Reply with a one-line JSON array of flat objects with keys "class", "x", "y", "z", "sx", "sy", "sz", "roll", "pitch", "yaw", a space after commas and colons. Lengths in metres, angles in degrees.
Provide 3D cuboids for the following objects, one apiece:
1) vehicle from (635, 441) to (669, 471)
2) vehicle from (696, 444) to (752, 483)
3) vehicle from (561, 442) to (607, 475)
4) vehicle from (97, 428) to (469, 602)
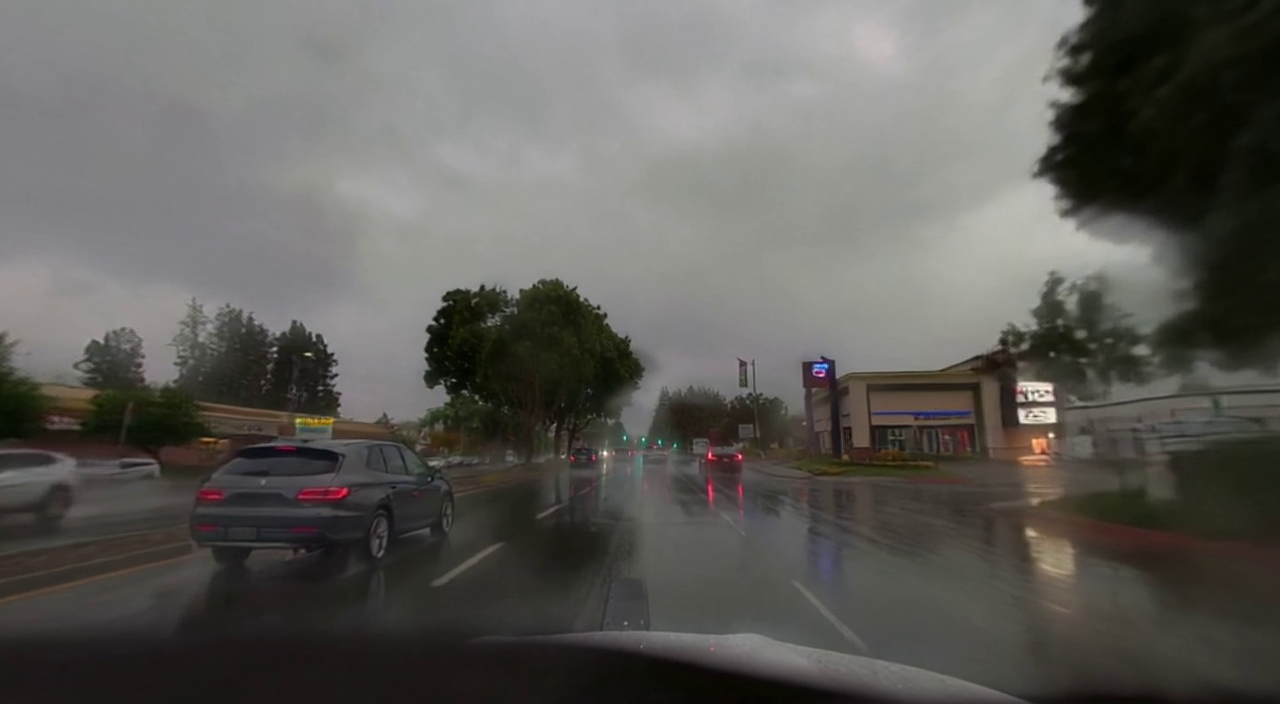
[{"class": "vehicle", "x": 0.781, "y": 6.962, "z": 42.371, "sx": 2.193, "sy": 1.873, "sz": 4.033, "roll": 0, "pitch": -9, "yaw": 1}, {"class": "vehicle", "x": 3.665, "y": 4.936, "z": 28.158, "sx": 1.922, "sy": 1.579, "sz": 3.642, "roll": 0, "pitch": -9, "yaw": -1}, {"class": "vehicle", "x": -3.009, "y": 5.876, "z": 34.868, "sx": 2.026, "sy": 1.665, "sz": 4.193, "roll": 0, "pitch": -9, "yaw": 2}, {"class": "vehicle", "x": -3.702, "y": 1.754, "z": 7.704, "sx": 1.908, "sy": 1.481, "sz": 4.351, "roll": 0, "pitch": -9, "yaw": 1}]
